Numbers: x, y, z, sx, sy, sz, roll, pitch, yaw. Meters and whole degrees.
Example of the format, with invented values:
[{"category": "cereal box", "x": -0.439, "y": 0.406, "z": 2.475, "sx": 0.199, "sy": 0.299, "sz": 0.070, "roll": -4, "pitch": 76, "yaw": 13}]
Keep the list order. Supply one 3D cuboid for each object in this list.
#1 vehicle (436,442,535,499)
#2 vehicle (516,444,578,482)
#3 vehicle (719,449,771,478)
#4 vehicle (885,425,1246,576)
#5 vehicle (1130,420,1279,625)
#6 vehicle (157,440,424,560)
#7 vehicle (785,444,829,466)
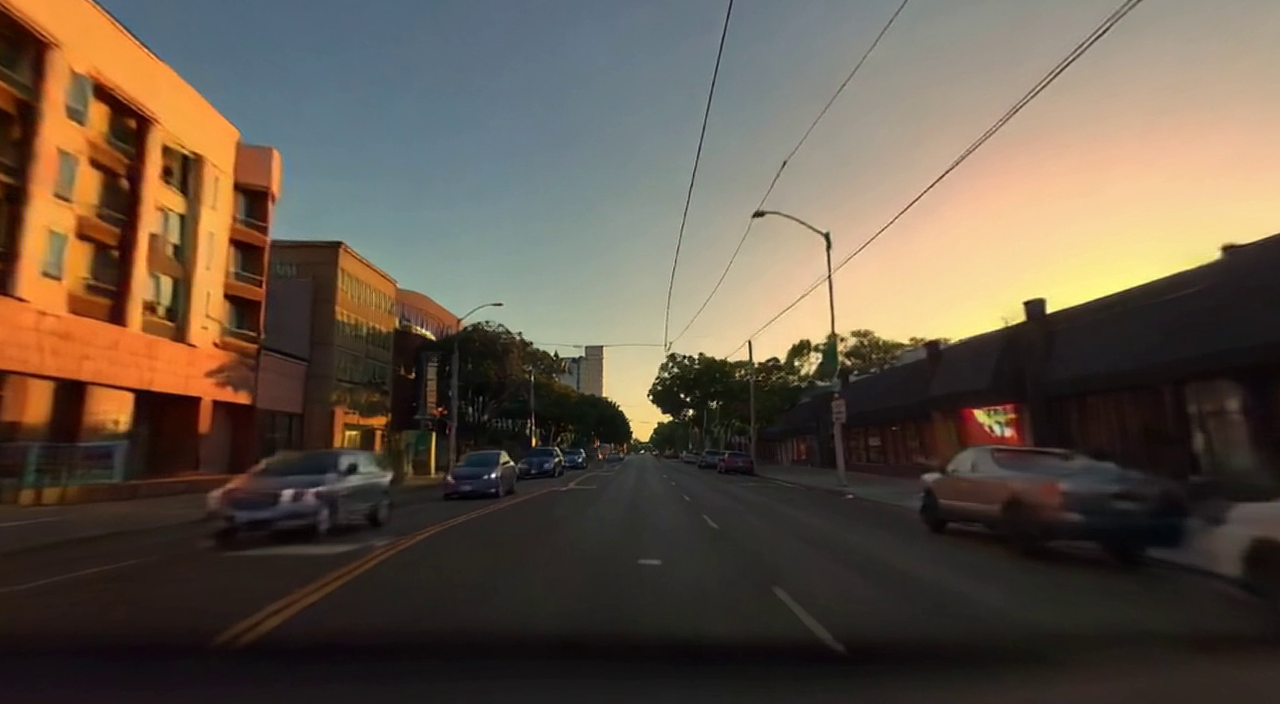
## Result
[{"category": "vehicle", "x": -4.877, "y": 3.789, "z": 20.614, "sx": 1.950, "sy": 1.636, "sz": 4.253, "roll": -1, "pitch": -8, "yaw": 3}, {"category": "vehicle", "x": -4.326, "y": 5.246, "z": 30.173, "sx": 2.145, "sy": 1.653, "sz": 4.421, "roll": -1, "pitch": -8, "yaw": 2}, {"category": "vehicle", "x": 6.025, "y": 6.442, "z": 36.836, "sx": 2.054, "sy": 1.525, "sz": 4.258, "roll": 0, "pitch": -8, "yaw": -4}, {"category": "vehicle", "x": 5.911, "y": 2.082, "z": 9.835, "sx": 2.138, "sy": 1.715, "sz": 4.886, "roll": 0, "pitch": -8, "yaw": -1}, {"category": "vehicle", "x": 5.930, "y": 1.205, "z": 4.110, "sx": 1.957, "sy": 1.572, "sz": 4.418, "roll": 0, "pitch": -8, "yaw": 1}, {"category": "vehicle", "x": -5.207, "y": 2.201, "z": 10.154, "sx": 1.949, "sy": 1.533, "sz": 3.864, "roll": -1, "pitch": -8, "yaw": 2}, {"category": "vehicle", "x": 11.761, "y": 7.271, "z": 44.802, "sx": 1.866, "sy": 1.506, "sz": 4.934, "roll": 0, "pitch": -8, "yaw": 1}]
